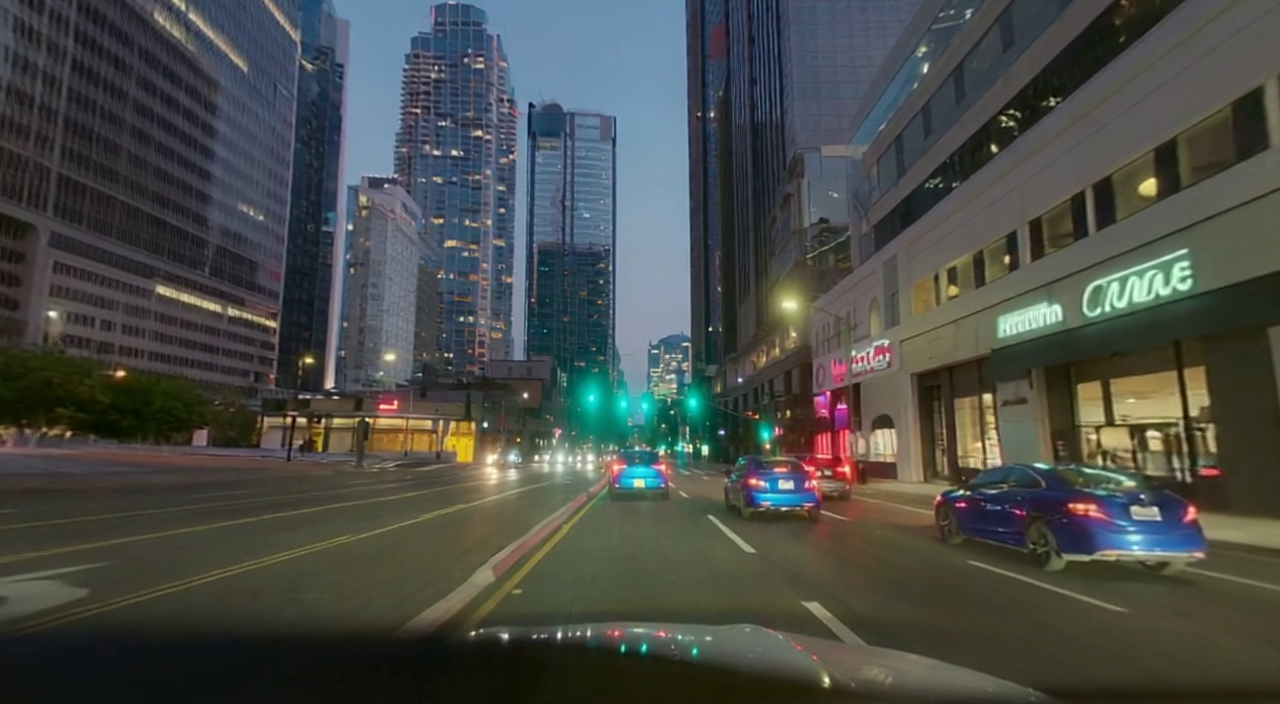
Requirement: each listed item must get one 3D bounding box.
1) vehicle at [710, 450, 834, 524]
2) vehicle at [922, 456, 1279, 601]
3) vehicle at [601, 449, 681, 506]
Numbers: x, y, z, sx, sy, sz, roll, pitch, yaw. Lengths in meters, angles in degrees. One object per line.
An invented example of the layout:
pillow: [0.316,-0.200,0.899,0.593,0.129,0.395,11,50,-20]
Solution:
vehicle: [2.987,3.156,15.335,1.987,1.484,4.427,1,-9,-1]
vehicle: [6.145,2.288,9.167,1.914,1.484,4.639,1,-9,-1]
vehicle: [0.019,3.644,18.758,2.096,1.457,4.160,1,-9,0]
